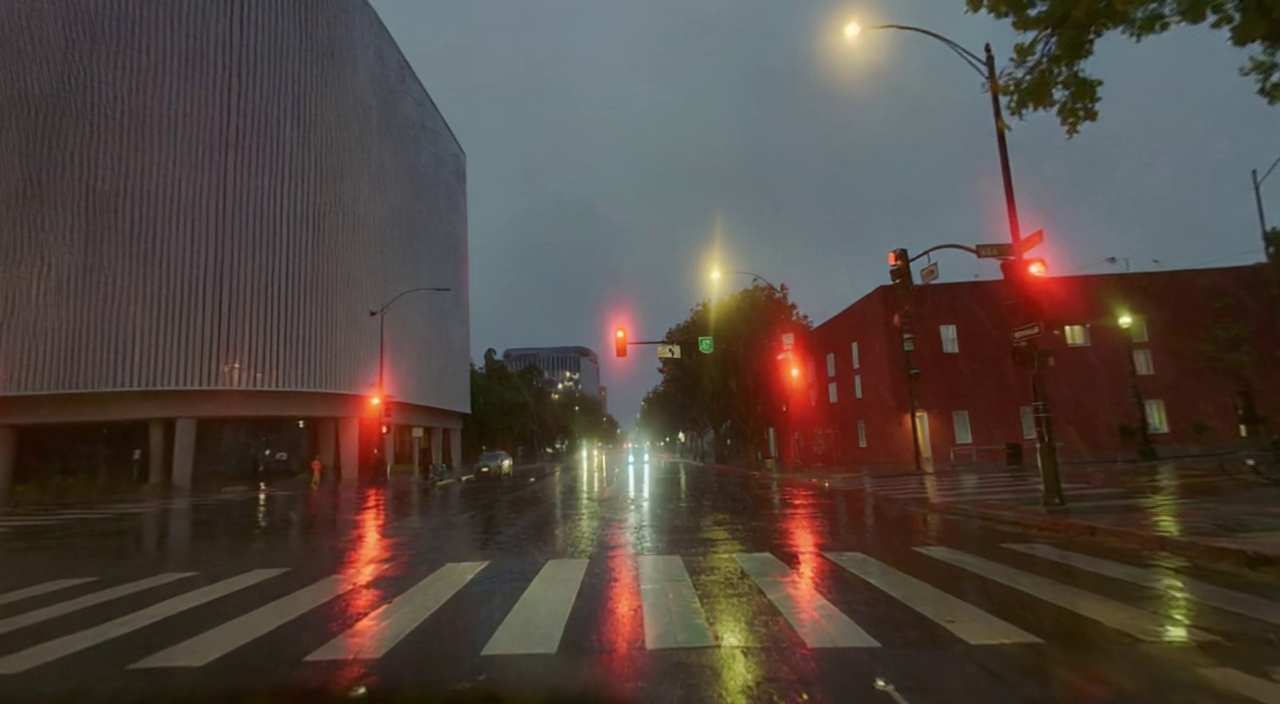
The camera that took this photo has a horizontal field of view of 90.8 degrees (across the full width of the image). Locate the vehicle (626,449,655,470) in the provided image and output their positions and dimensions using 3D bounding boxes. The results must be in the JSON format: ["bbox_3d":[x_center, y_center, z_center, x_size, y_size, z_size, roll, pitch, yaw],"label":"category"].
[{"bbox_3d":[-0.022,8.247,48.788,2.088,1.452,4.833,0,-8,-2],"label":"vehicle"}]
